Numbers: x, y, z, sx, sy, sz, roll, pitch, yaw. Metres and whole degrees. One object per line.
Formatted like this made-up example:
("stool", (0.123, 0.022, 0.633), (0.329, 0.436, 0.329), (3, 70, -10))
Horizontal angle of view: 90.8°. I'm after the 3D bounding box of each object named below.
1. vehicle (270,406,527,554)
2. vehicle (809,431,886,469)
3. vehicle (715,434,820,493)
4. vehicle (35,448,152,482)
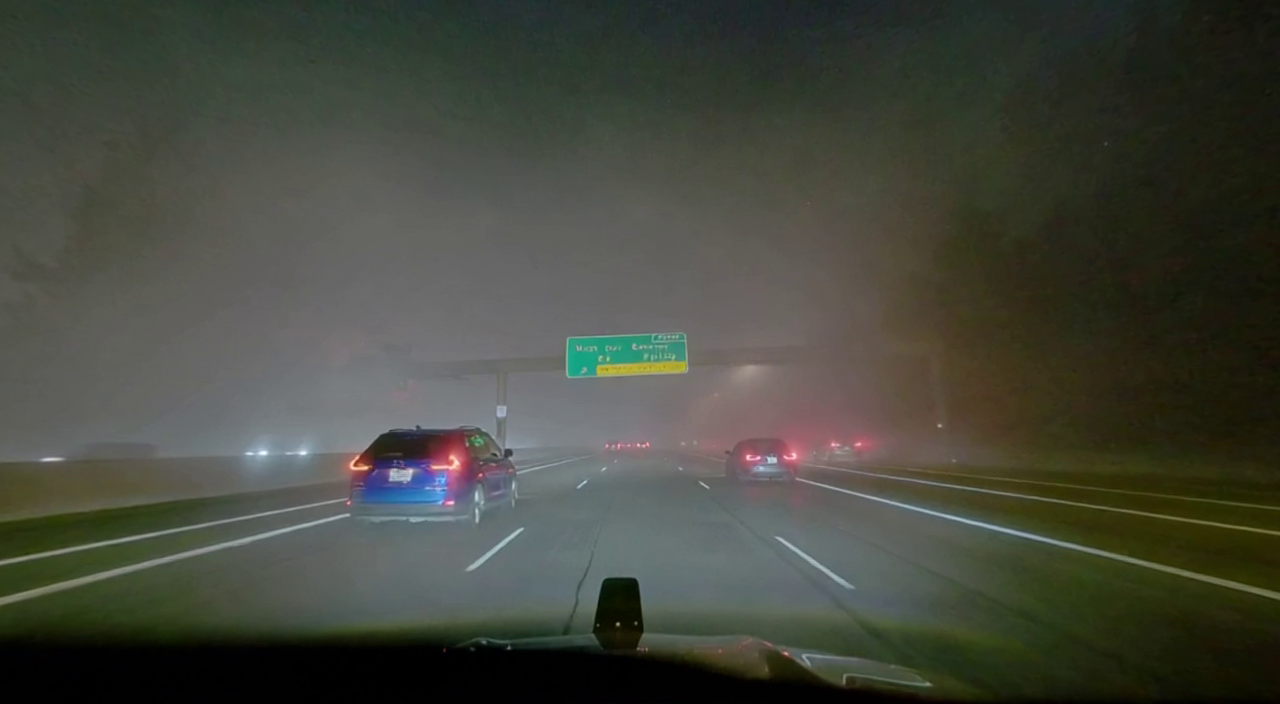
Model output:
("vehicle", (-3.281, 1.858, 9.833), (2.193, 1.746, 4.512), (0, -8, 0))
("vehicle", (11.175, 5.326, 34.524), (2.223, 1.865, 5.704), (0, -8, -1))
("vehicle", (3.700, 3.341, 19.292), (2.107, 1.550, 4.949), (0, -8, -1))
("vehicle", (-26.675, 5.494, 31.023), (1.831, 1.479, 4.309), (0, -8, 1))
